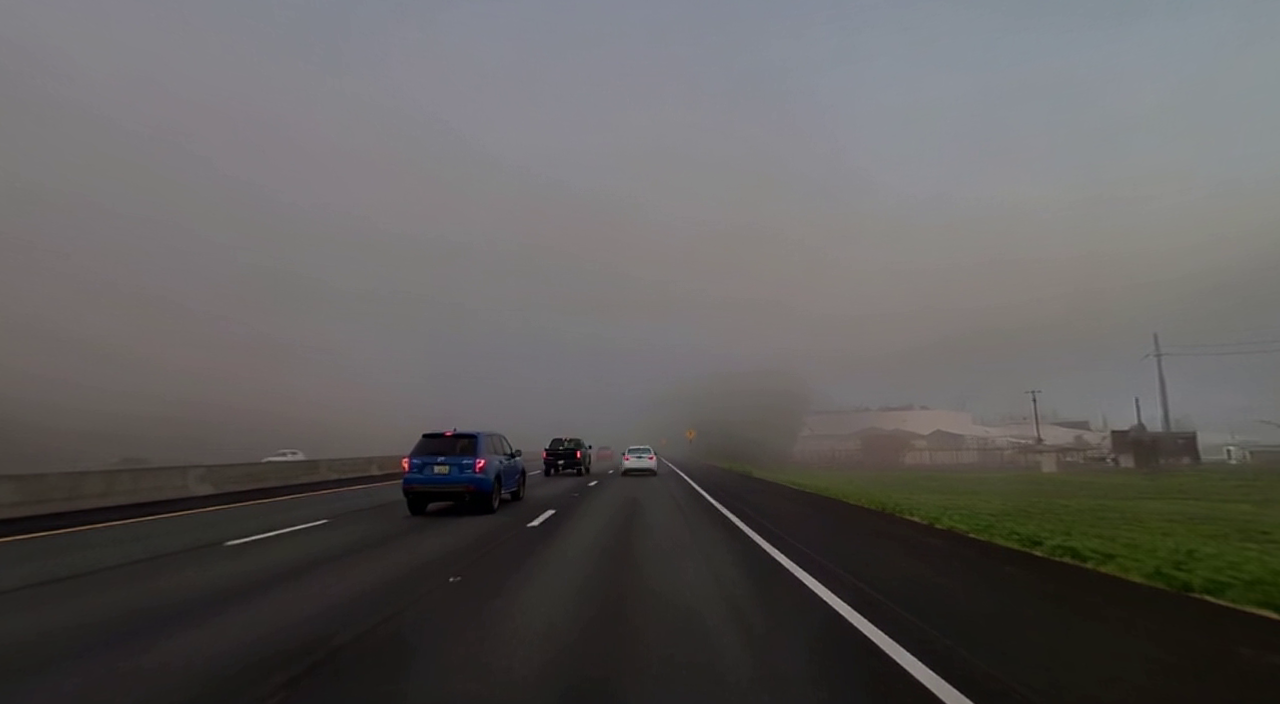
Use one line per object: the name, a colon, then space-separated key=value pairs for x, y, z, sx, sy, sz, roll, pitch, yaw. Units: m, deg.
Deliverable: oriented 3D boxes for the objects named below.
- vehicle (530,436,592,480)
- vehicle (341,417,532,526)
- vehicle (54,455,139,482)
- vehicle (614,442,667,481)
vehicle: x=-3.472 y=4.751 z=28.612 sx=2.133 sy=1.789 sz=4.518 roll=-1 pitch=-8 yaw=1
vehicle: x=-3.956 y=2.439 z=13.529 sx=2.198 sy=1.848 sz=5.346 roll=-1 pitch=-8 yaw=1
vehicle: x=-39.286 y=8.414 z=45.758 sx=1.918 sy=1.723 sz=4.762 roll=0 pitch=-8 yaw=0
vehicle: x=-0.002 y=4.559 z=26.552 sx=2.047 sy=1.473 sz=3.978 roll=0 pitch=-8 yaw=-1
